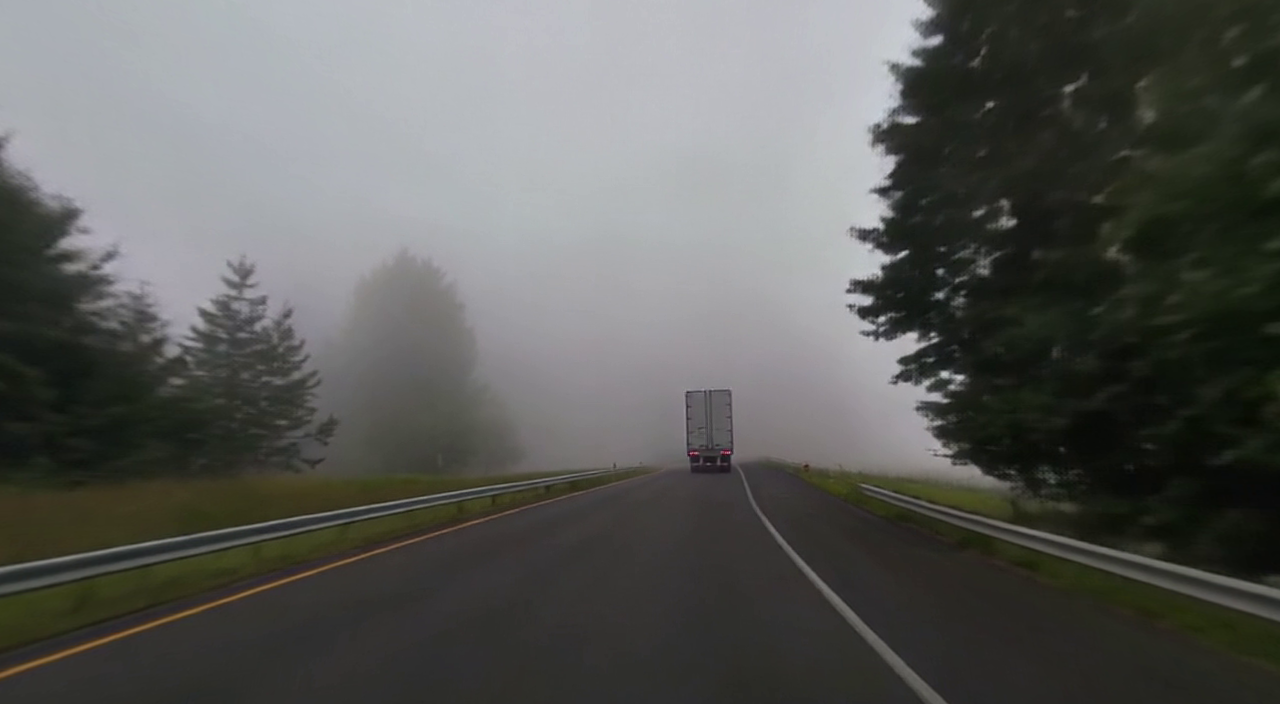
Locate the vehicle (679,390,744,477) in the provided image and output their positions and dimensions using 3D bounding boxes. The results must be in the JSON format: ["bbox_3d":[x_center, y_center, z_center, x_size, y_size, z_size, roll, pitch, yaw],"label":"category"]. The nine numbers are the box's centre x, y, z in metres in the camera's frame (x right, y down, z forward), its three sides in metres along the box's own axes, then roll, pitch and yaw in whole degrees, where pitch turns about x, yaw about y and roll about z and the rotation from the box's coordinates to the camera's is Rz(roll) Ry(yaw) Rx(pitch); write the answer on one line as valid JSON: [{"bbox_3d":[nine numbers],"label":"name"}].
[{"bbox_3d":[4.315,4.968,37.525,3.087,4.178,13.682,-1,-8,7],"label":"vehicle"}]
